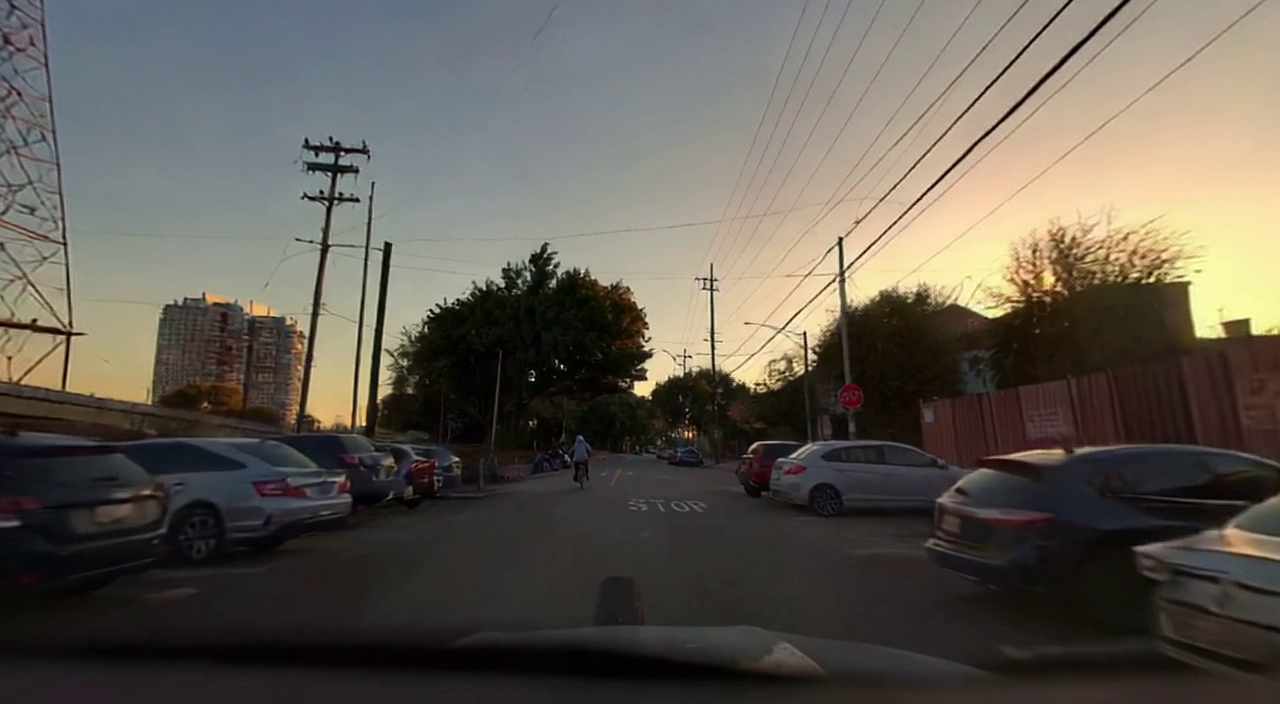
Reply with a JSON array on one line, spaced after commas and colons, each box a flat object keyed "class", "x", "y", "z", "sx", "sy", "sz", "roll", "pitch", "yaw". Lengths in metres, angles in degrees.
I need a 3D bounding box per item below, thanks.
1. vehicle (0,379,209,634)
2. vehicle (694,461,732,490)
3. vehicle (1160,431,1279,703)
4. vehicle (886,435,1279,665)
[{"class": "vehicle", "x": -6.555, "y": 1.080, "z": 5.090, "sx": 4.515, "sy": 1.689, "sz": 1.942, "roll": 4, "pitch": -12, "yaw": -2}, {"class": "vehicle", "x": 5.075, "y": 8.657, "z": 44.527, "sx": 2.007, "sy": 1.804, "sz": 4.136, "roll": 0, "pitch": -8, "yaw": -2}, {"class": "vehicle", "x": 5.166, "y": 1.018, "z": 2.459, "sx": 4.553, "sy": 1.427, "sz": 1.939, "roll": 0, "pitch": -9, "yaw": -1}, {"class": "vehicle", "x": 4.591, "y": 1.430, "z": 5.144, "sx": 4.318, "sy": 1.459, "sz": 1.971, "roll": 0, "pitch": -9, "yaw": 0}]
